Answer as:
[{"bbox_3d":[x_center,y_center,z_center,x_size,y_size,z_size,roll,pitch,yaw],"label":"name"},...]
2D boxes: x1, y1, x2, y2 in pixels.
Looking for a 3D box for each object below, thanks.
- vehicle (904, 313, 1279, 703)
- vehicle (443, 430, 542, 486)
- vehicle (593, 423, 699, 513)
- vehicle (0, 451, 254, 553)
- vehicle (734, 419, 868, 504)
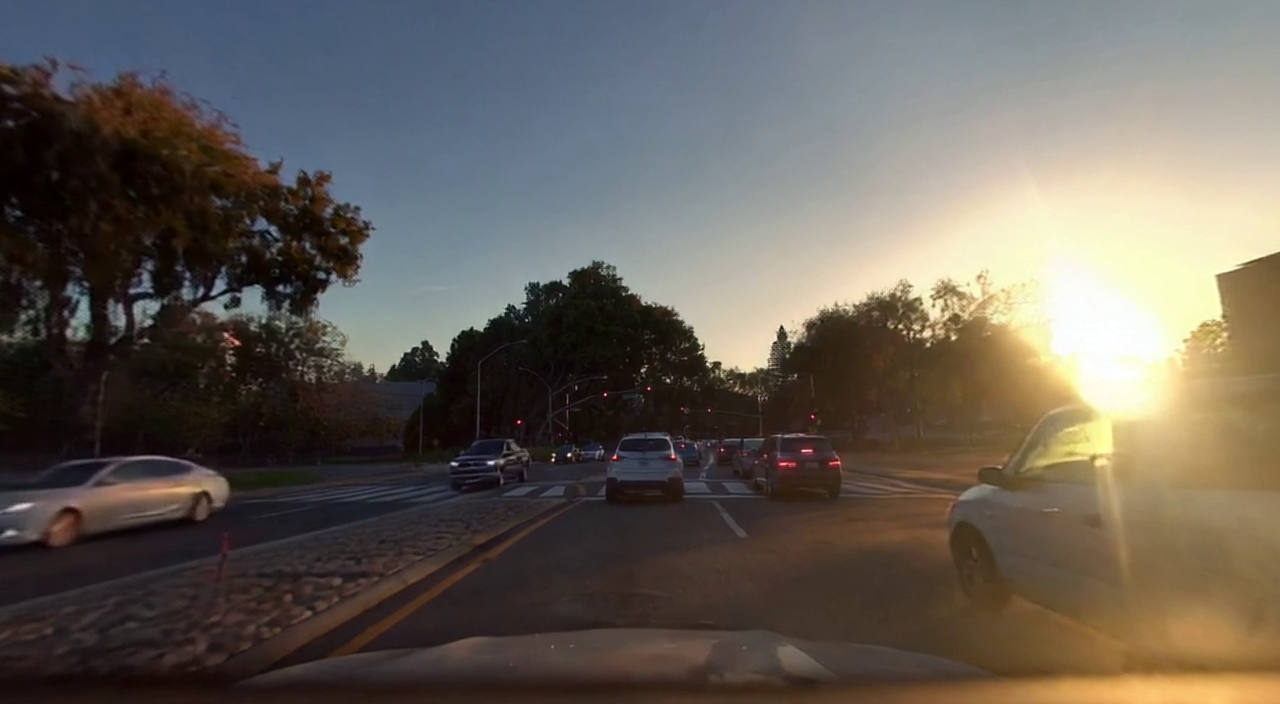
[{"bbox_3d":[3.470,0.926,3.469,2.114,1.765,4.647,0,-9,2],"label":"vehicle"},{"bbox_3d":[-5.900,4.351,26.145,2.355,2.005,5.673,-1,-9,4],"label":"vehicle"},{"bbox_3d":[0.242,2.620,14.614,2.113,1.768,3.901,0,-9,4],"label":"vehicle"},{"bbox_3d":[-9.840,2.628,11.868,1.953,1.476,4.747,0,-9,3],"label":"vehicle"},{"bbox_3d":[4.013,2.892,17.024,2.317,1.857,5.940,0,-9,3],"label":"vehicle"}]
